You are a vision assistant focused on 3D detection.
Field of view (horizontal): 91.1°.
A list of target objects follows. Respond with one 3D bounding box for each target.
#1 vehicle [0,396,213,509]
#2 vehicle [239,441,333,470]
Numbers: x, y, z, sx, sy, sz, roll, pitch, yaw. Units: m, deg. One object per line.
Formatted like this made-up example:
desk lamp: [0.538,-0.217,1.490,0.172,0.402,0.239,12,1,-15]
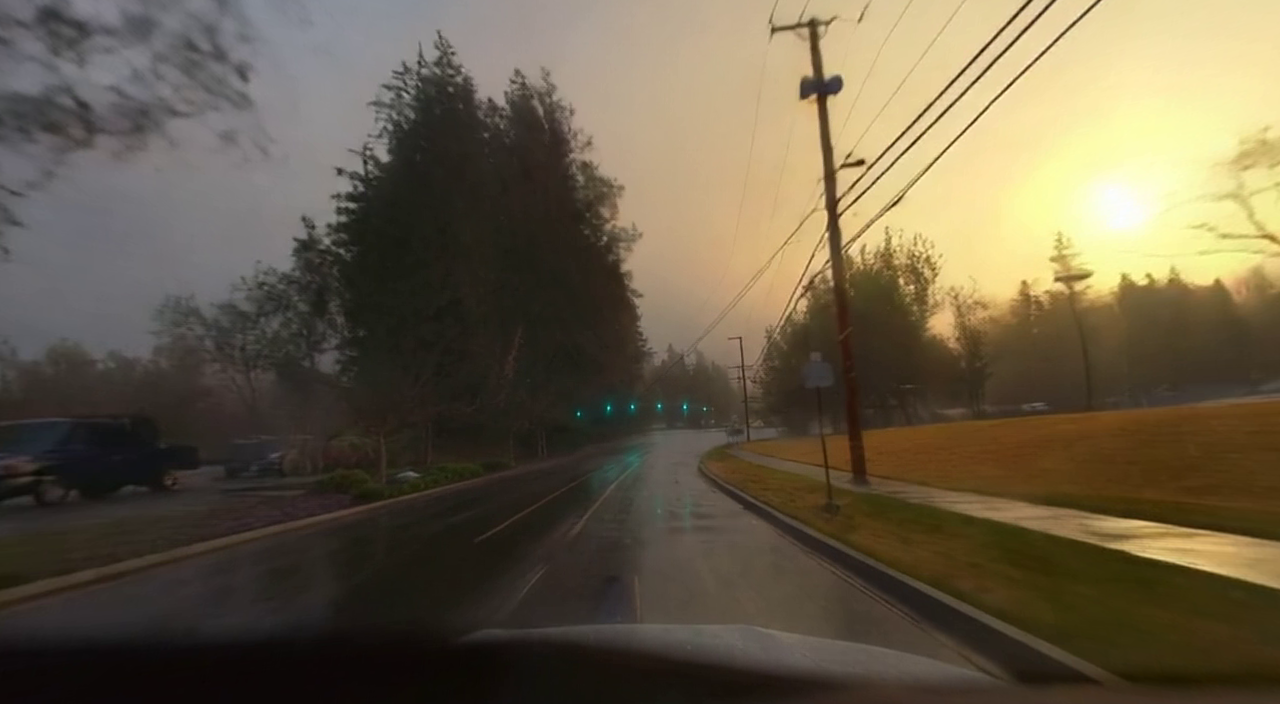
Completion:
vehicle: [-18.587,3.344,21.680,2.739,3.171,7.030,-3,-7,0]
vehicle: [-19.612,5.724,34.887,4.187,1.510,1.857,7,-11,-39]
